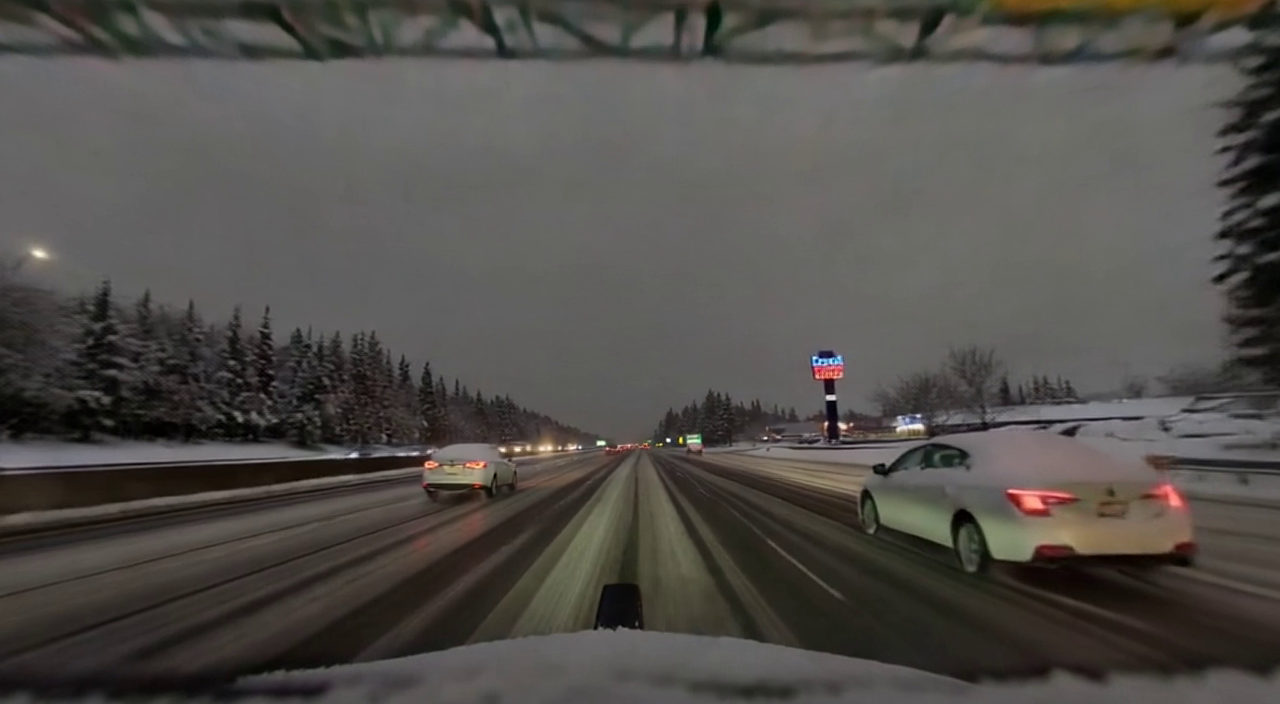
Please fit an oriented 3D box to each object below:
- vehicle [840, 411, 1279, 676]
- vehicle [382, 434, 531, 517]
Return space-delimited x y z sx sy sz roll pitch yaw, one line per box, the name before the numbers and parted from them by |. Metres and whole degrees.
vehicle | 3.858 1.459 6.157 2.164 1.507 4.914 0 -8 -1
vehicle | -3.756 2.603 13.832 1.939 1.508 4.272 0 -8 1
